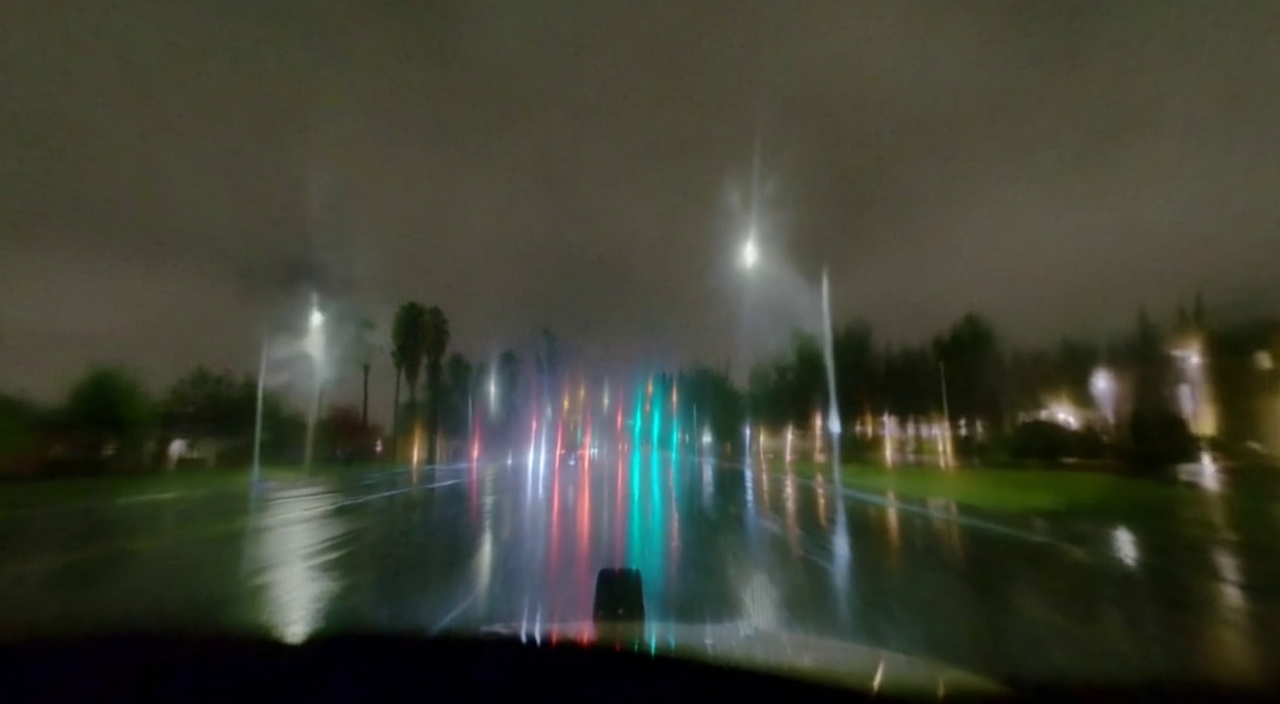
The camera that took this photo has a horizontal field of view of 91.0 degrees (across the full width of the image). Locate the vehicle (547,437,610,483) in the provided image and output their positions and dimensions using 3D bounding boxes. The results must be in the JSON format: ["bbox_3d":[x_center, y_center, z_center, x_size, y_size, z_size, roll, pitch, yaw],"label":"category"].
[{"bbox_3d":[-2.763,5.069,29.867,2.370,1.968,5.698,0,-9,0],"label":"vehicle"}]
